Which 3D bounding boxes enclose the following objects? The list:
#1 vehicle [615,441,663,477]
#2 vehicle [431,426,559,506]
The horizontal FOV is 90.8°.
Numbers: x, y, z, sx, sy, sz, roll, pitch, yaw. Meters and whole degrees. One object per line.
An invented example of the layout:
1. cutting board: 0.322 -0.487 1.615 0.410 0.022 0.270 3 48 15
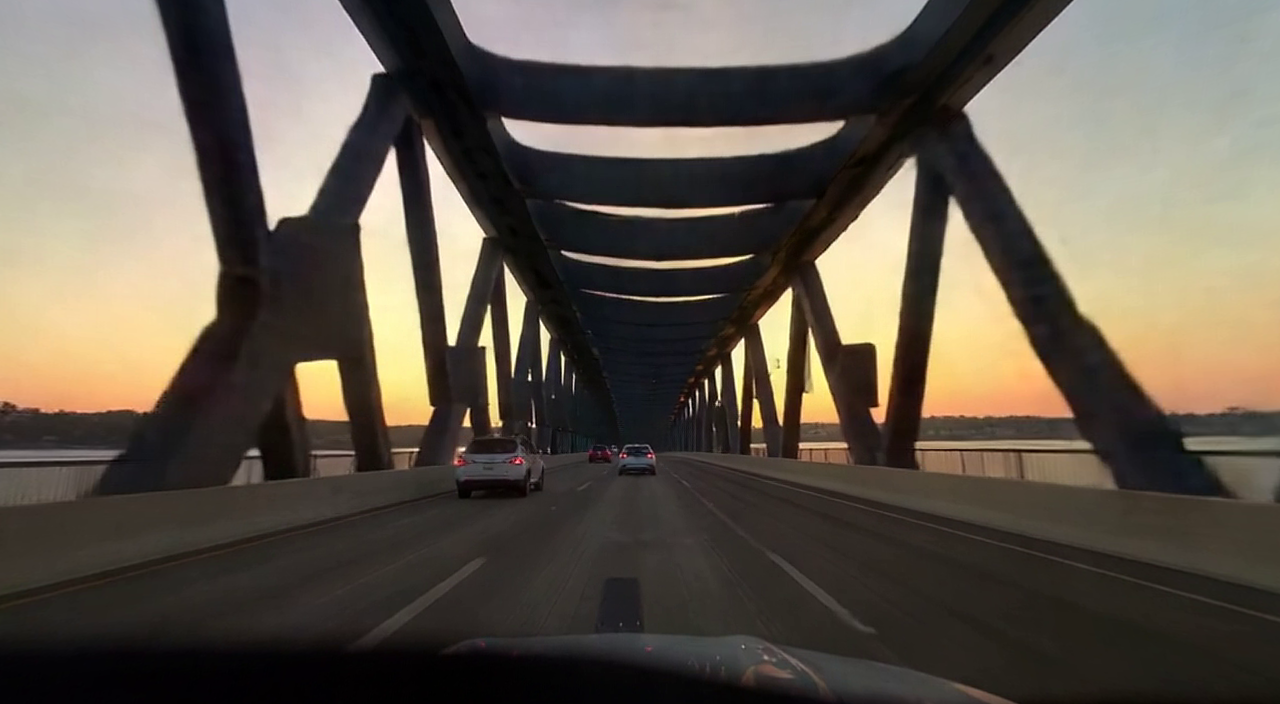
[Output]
1. vehicle: -0.058 4.799 28.562 2.048 1.450 3.973 0 -9 0
2. vehicle: -3.617 2.960 16.846 2.190 1.807 4.741 -1 -9 1
